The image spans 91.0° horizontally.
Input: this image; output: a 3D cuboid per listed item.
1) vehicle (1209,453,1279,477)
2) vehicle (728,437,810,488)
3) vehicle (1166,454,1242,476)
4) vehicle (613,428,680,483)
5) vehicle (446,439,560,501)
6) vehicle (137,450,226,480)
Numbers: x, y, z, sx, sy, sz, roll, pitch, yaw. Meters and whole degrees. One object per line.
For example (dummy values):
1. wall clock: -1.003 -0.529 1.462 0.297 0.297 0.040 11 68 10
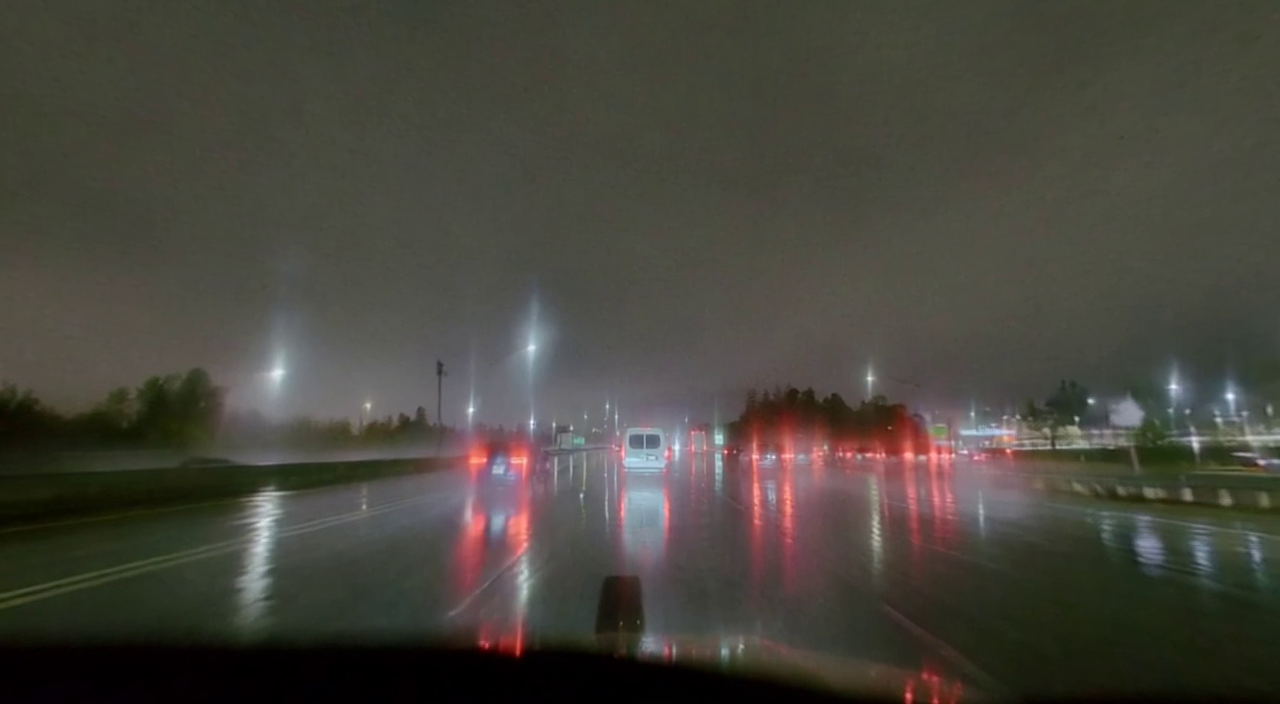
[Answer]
1. vehicle: 39.736 7.312 40.778 3.704 1.461 1.891 -1 -9 7
2. vehicle: 4.641 4.032 23.315 2.146 1.678 4.489 0 -9 1
3. vehicle: 41.085 8.241 45.932 3.667 1.480 1.749 -1 -9 7
4. vehicle: 0.257 4.270 26.290 2.509 2.062 4.639 0 -9 0
5. vehicle: -3.816 3.386 18.556 2.173 1.542 4.781 0 -9 2
6. vehicle: -26.793 6.582 36.967 1.952 1.623 4.121 0 -9 2
